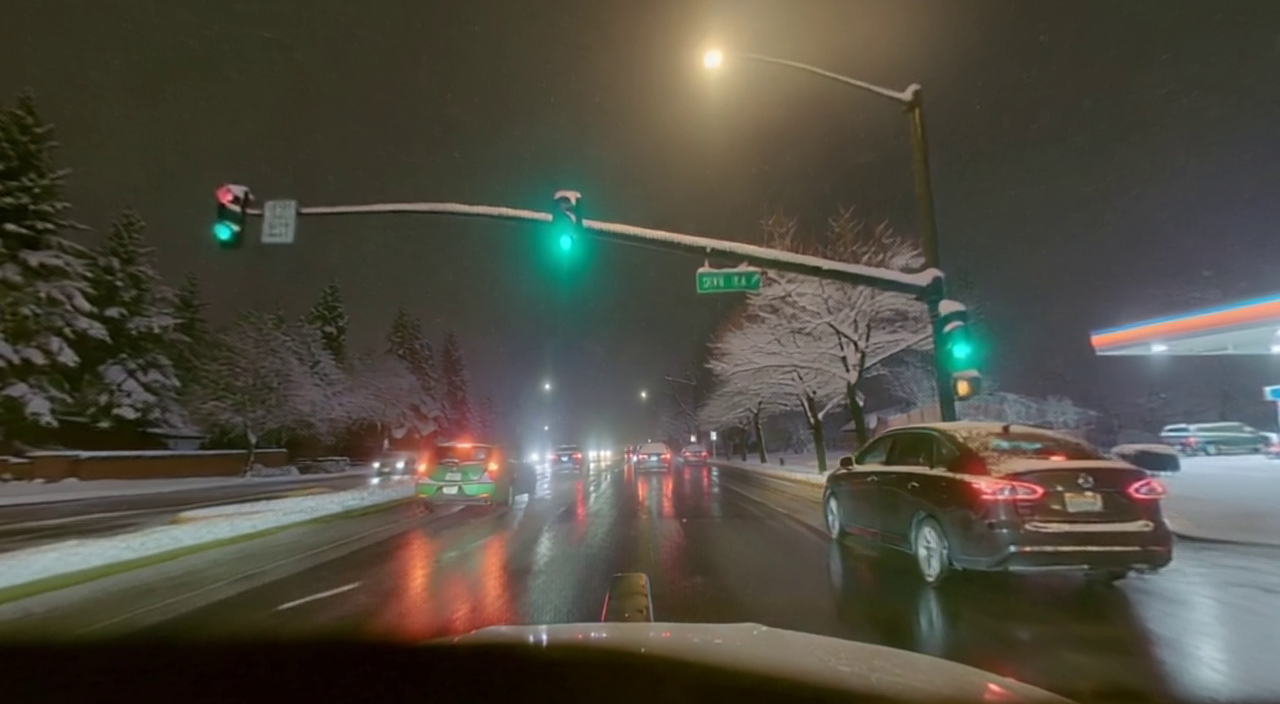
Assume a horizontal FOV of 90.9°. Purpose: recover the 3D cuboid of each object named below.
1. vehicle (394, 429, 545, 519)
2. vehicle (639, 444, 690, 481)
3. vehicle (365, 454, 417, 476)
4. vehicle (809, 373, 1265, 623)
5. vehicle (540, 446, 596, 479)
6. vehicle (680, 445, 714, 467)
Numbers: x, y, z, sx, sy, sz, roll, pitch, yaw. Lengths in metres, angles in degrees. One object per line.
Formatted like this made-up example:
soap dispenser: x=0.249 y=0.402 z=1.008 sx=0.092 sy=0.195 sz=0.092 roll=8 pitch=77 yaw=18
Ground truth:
vehicle: x=-3.628 y=2.701 z=14.523 sx=2.023 sy=1.687 sz=4.874 roll=0 pitch=-8 yaw=1
vehicle: x=0.950 y=4.674 z=26.890 sx=1.994 sy=1.433 sz=3.894 roll=0 pitch=-8 yaw=-1
vehicle: x=-17.985 y=8.153 z=45.757 sx=1.858 sy=1.460 sz=4.447 roll=-1 pitch=-8 yaw=1
vehicle: x=3.501 y=1.389 z=6.920 sx=1.992 sy=1.805 sz=4.549 roll=0 pitch=-8 yaw=0
vehicle: x=-3.316 y=5.183 z=29.955 sx=1.995 sy=1.436 sz=4.500 roll=0 pitch=-8 yaw=1
vehicle: x=3.956 y=7.299 z=44.548 sx=1.920 sy=1.479 sz=4.548 roll=0 pitch=-8 yaw=0
